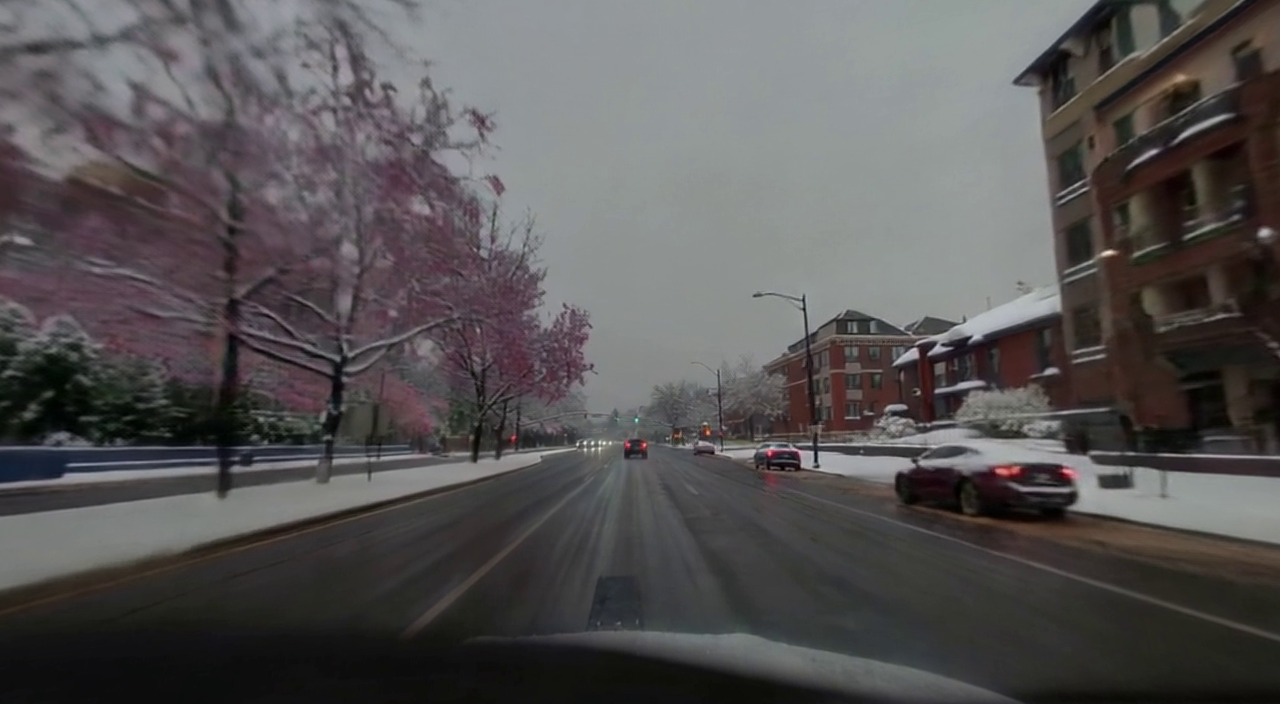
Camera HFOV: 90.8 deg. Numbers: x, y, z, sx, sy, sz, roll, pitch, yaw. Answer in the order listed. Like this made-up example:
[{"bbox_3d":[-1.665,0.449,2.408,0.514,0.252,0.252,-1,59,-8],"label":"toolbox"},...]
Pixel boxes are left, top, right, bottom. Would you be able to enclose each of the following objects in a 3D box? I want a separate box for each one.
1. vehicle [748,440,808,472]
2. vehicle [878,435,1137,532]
[{"bbox_3d":[6.851,5.215,31.922,2.032,1.449,4.413,0,-8,0],"label":"vehicle"},{"bbox_3d":[6.592,2.383,12.202,1.891,1.456,4.909,0,-8,-2],"label":"vehicle"}]
